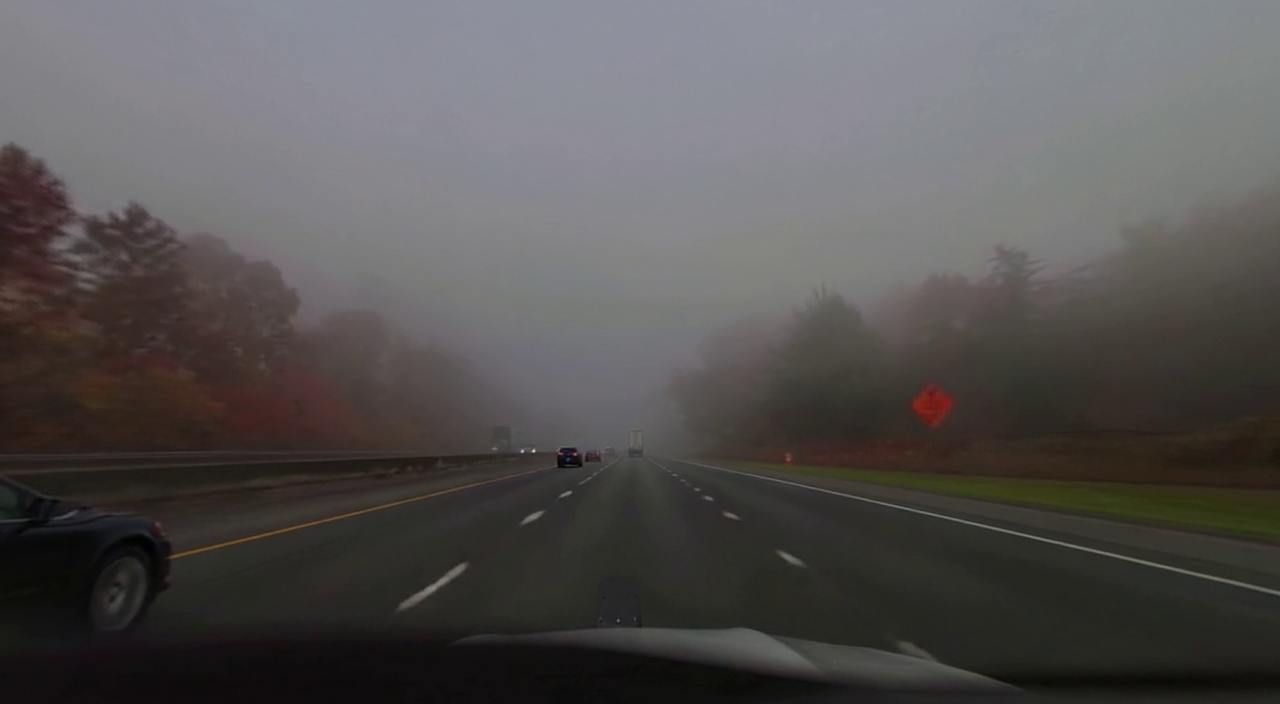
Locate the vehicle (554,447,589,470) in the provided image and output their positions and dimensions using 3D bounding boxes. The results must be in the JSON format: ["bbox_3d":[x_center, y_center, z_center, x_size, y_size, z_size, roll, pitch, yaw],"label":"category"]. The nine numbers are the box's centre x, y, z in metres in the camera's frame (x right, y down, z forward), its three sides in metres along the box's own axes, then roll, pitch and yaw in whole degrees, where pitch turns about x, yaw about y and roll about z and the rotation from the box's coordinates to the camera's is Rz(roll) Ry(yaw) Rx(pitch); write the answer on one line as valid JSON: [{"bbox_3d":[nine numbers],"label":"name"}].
[{"bbox_3d":[-4.571,7.171,42.415,1.963,1.475,3.665,0,-9,0],"label":"vehicle"}]

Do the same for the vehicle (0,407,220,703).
[{"bbox_3d":[-4.357,0.995,2.839,2.071,1.525,4.058,0,-9,0],"label":"vehicle"}]
